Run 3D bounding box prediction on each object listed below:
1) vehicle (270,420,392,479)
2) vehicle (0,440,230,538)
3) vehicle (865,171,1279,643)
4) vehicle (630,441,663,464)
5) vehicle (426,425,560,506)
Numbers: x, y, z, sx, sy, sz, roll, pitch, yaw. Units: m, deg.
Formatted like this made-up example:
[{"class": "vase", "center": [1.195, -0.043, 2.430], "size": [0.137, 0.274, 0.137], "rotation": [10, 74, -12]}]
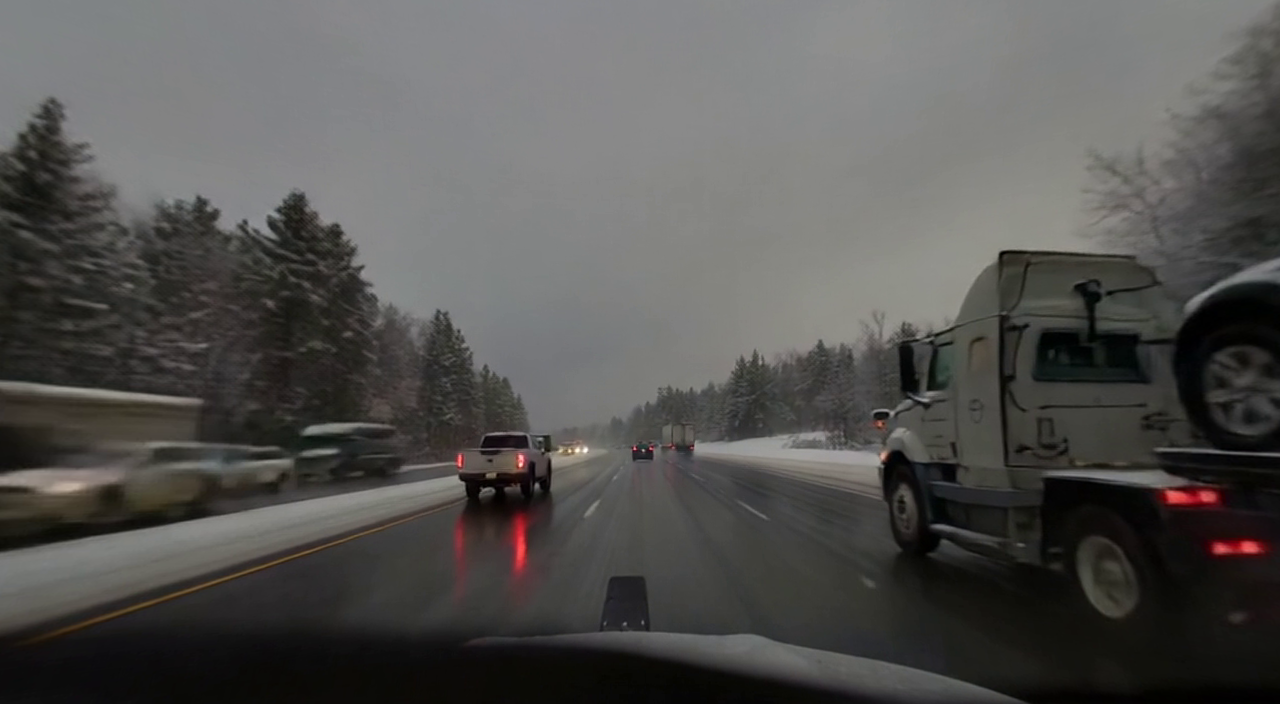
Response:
[{"class": "vehicle", "center": [-13.873, 4.435, 28.851], "size": [2.432, 2.411, 5.950], "rotation": [0, -8, 1]}, {"class": "vehicle", "center": [-10.234, 2.429, 11.909], "size": [1.957, 1.488, 4.351], "rotation": [0, -8, 1]}, {"class": "vehicle", "center": [4.702, 0.577, 6.565], "size": [3.306, 3.639, 3.451], "rotation": [0, -8, 0]}, {"class": "vehicle", "center": [0.447, 6.907, 43.273], "size": [2.152, 1.484, 4.211], "rotation": [0, -8, 1]}, {"class": "vehicle", "center": [-3.377, 2.725, 15.533], "size": [2.077, 1.669, 4.739], "rotation": [0, -8, 1]}]
